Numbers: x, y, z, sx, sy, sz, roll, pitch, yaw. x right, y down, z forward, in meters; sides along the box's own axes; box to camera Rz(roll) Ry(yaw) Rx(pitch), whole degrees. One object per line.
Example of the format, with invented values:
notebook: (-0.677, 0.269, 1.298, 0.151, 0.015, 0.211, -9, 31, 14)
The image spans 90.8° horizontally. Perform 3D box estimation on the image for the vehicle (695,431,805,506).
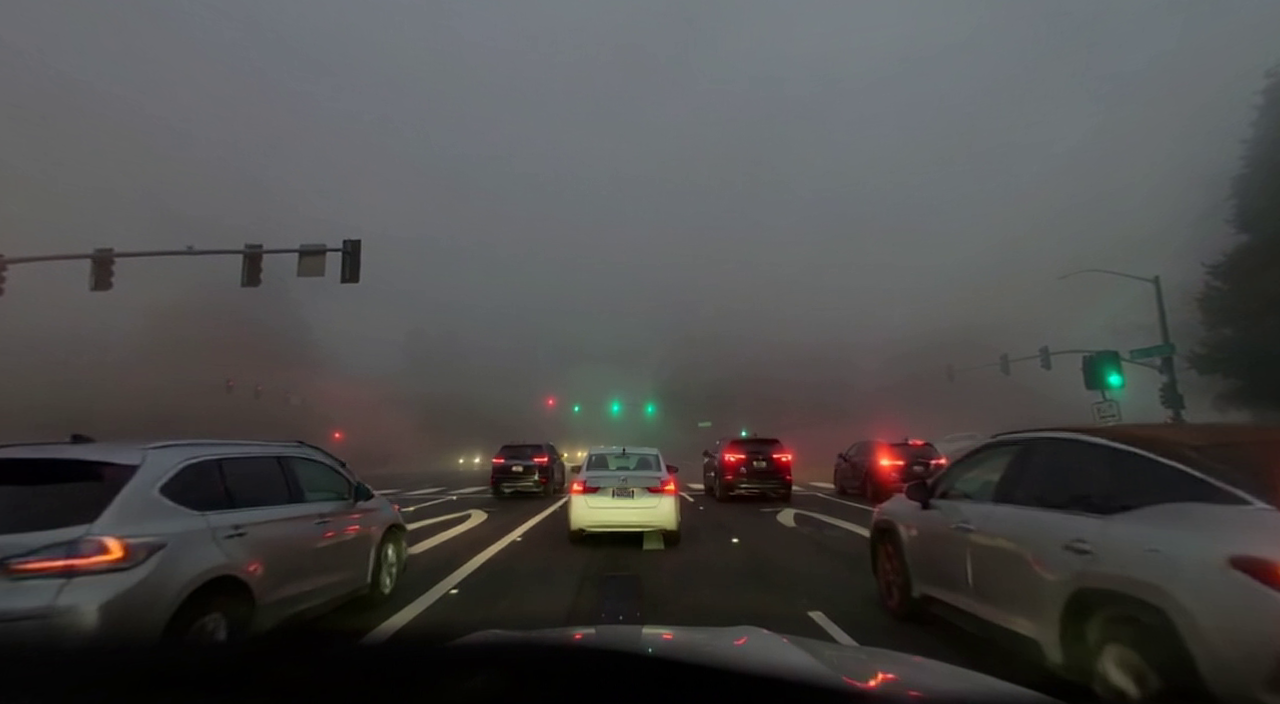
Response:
vehicle: (2.847, 3.153, 17.530, 2.138, 1.778, 4.422, 0, -8, -1)

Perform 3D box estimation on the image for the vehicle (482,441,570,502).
vehicle: (-3.479, 3.720, 20.139, 2.033, 1.714, 4.278, 0, -8, -1)

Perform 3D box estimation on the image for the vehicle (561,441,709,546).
vehicle: (-0.115, 2.315, 11.029, 2.098, 1.461, 3.958, 0, -8, -1)

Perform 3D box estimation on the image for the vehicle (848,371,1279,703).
vehicle: (3.047, 1.073, 3.544, 1.996, 1.566, 4.917, 0, -8, -1)

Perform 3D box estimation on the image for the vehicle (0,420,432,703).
vehicle: (-3.267, 1.317, 4.507, 2.045, 1.463, 4.490, 0, -8, 0)
